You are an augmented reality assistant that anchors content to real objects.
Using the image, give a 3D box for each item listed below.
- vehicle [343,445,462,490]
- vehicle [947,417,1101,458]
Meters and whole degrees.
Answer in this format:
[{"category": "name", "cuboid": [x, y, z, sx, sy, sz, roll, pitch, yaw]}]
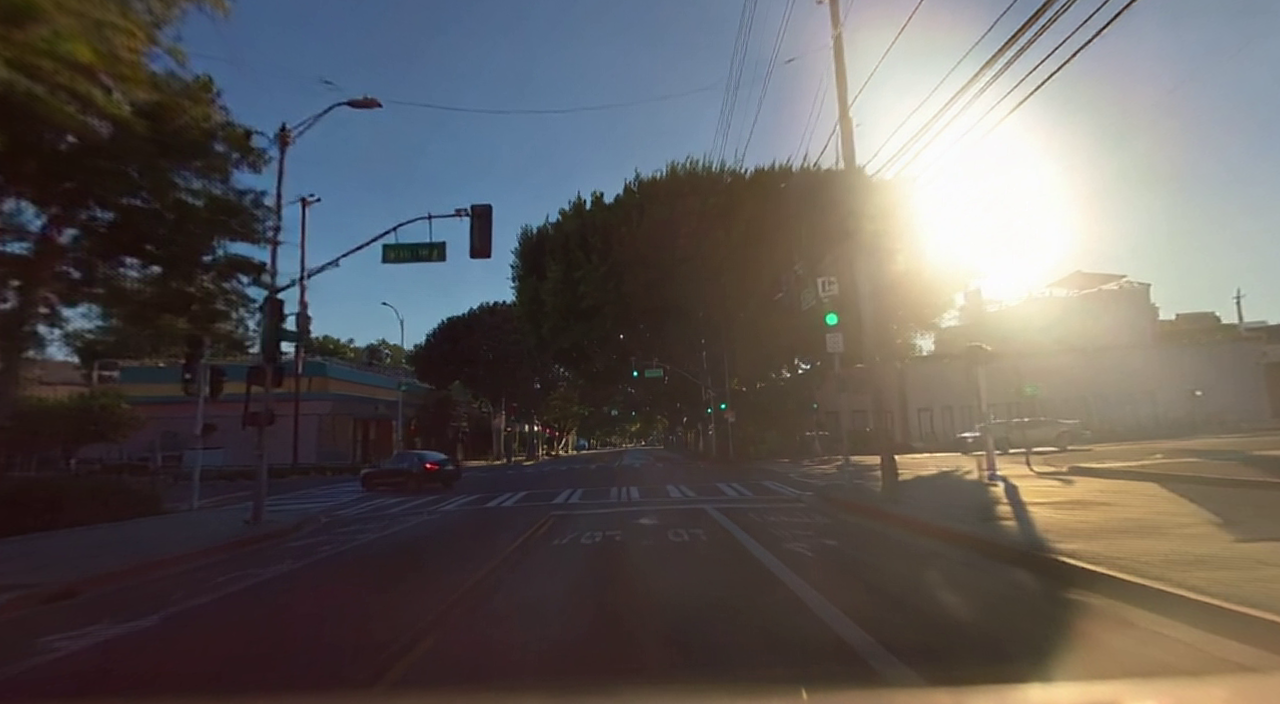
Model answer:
[{"category": "vehicle", "cuboid": [-9.546, 4.560, 25.305, 4.624, 1.478, 2.118, -6, -6, 33]}, {"category": "vehicle", "cuboid": [14.573, 3.270, 24.185, 4.632, 1.484, 1.907, 0, -9, -1]}]
